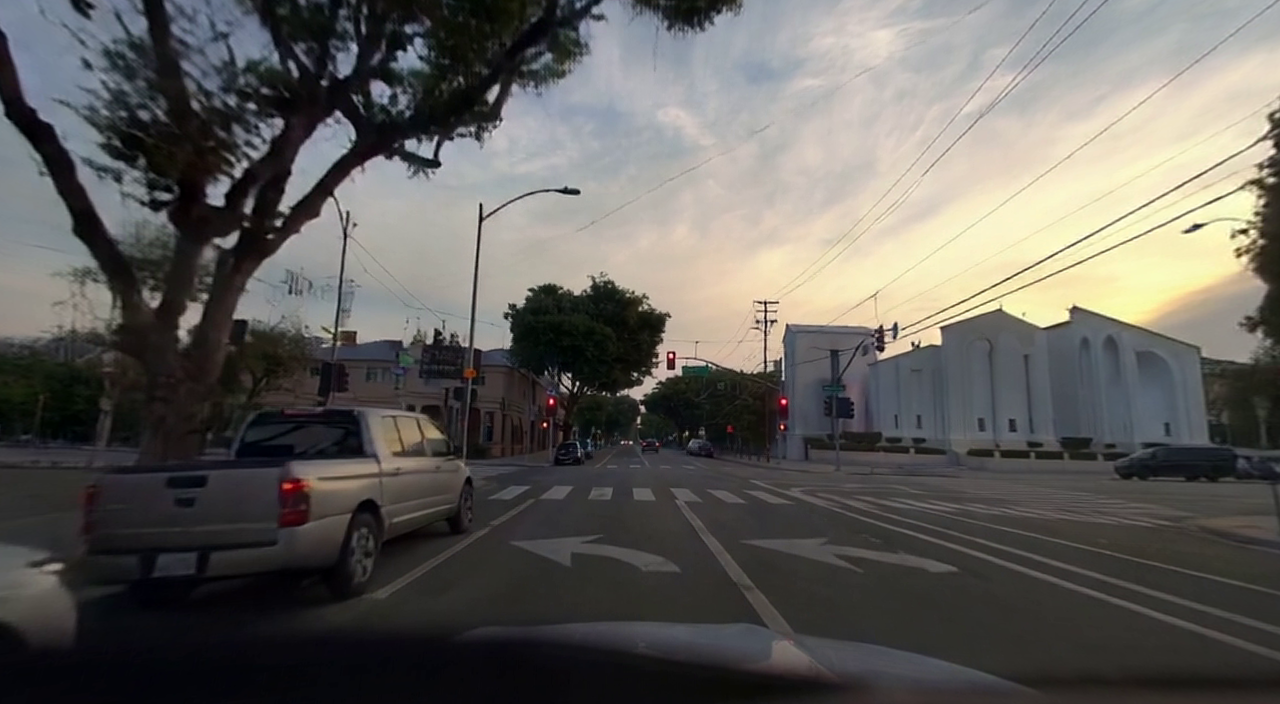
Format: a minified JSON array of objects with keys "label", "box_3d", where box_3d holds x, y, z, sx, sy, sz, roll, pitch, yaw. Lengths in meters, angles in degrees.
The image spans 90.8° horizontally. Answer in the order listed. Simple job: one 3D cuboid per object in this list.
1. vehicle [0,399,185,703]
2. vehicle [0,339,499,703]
[{"label":"vehicle","box_3d":[-3.460,0.753,1.108,1.855,1.534,4.644,0,-9,0]},{"label":"vehicle","box_3d":[-3.344,1.335,6.392,2.271,1.885,6.346,0,-8,1]}]
